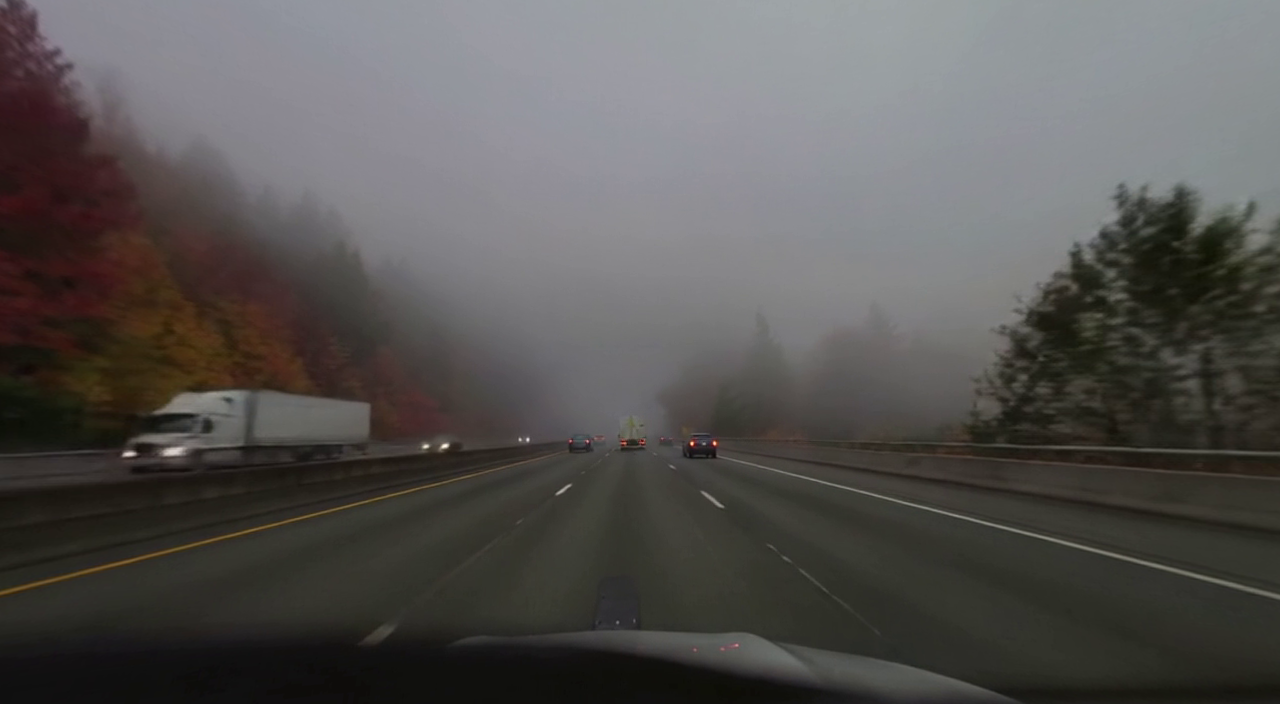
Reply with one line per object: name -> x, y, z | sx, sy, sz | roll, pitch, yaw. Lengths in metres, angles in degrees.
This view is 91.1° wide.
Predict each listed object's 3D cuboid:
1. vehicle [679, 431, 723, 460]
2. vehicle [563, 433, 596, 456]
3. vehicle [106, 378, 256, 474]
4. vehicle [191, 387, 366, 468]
vehicle -> 3.303, 5.165, 34.892 | 1.882, 1.492, 3.958 | 0, -8, -2
vehicle -> -4.175, 6.418, 43.878 | 2.027, 1.501, 3.920 | 0, -8, -1
vehicle -> -20.943, 3.442, 29.085 | 3.119, 4.054, 4.699 | 0, -7, 1
vehicle -> -21.029, 4.712, 38.192 | 2.931, 4.041, 13.156 | 0, -8, -1
